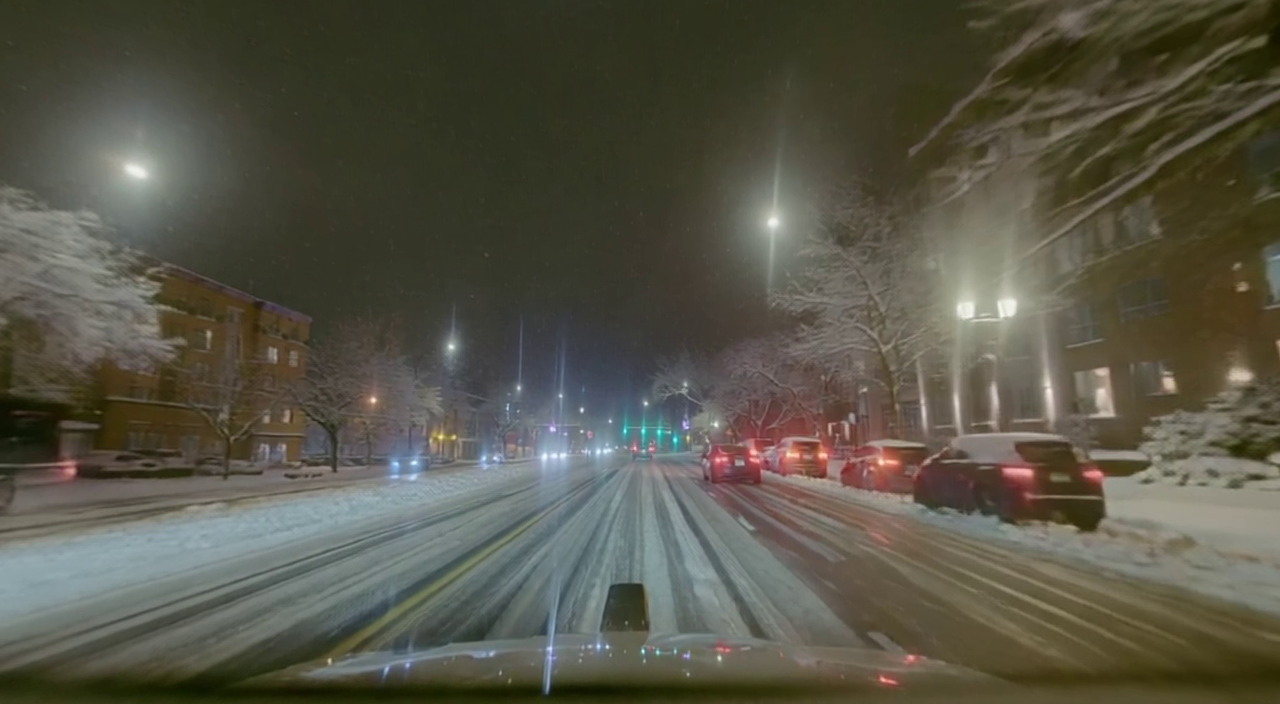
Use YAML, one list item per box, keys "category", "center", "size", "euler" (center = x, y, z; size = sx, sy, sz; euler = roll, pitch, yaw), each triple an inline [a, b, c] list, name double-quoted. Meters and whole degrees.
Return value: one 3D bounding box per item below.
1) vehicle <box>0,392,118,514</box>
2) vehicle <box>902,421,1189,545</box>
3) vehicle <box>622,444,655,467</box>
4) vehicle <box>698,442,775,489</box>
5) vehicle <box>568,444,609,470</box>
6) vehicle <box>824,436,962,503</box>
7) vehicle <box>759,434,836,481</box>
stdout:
- category: "vehicle"
  center: [-19.185, 2.696, 16.742]
  size: [2.780, 3.339, 8.934]
  euler: [0, -9, 1]
- category: "vehicle"
  center: [6.835, 2.250, 11.513]
  size: [2.023, 1.758, 4.795]
  euler: [0, -9, 0]
- category: "vehicle"
  center: [-0.047, 7.021, 42.763]
  size: [2.101, 1.480, 3.929]
  euler: [0, -9, 1]
- category: "vehicle"
  center: [3.285, 3.953, 22.382]
  size: [1.990, 1.486, 4.431]
  euler: [0, -9, 0]
- category: "vehicle"
  center: [-3.049, 6.370, 38.364]
  size: [2.082, 1.467, 4.379]
  euler: [0, -9, 1]
- category: "vehicle"
  center: [6.914, 3.243, 17.807]
  size: [2.072, 1.631, 4.246]
  euler: [0, -9, -1]
- category: "vehicle"
  center: [6.916, 4.672, 28.215]
  size: [2.215, 1.909, 4.875]
  euler: [0, -9, 1]
